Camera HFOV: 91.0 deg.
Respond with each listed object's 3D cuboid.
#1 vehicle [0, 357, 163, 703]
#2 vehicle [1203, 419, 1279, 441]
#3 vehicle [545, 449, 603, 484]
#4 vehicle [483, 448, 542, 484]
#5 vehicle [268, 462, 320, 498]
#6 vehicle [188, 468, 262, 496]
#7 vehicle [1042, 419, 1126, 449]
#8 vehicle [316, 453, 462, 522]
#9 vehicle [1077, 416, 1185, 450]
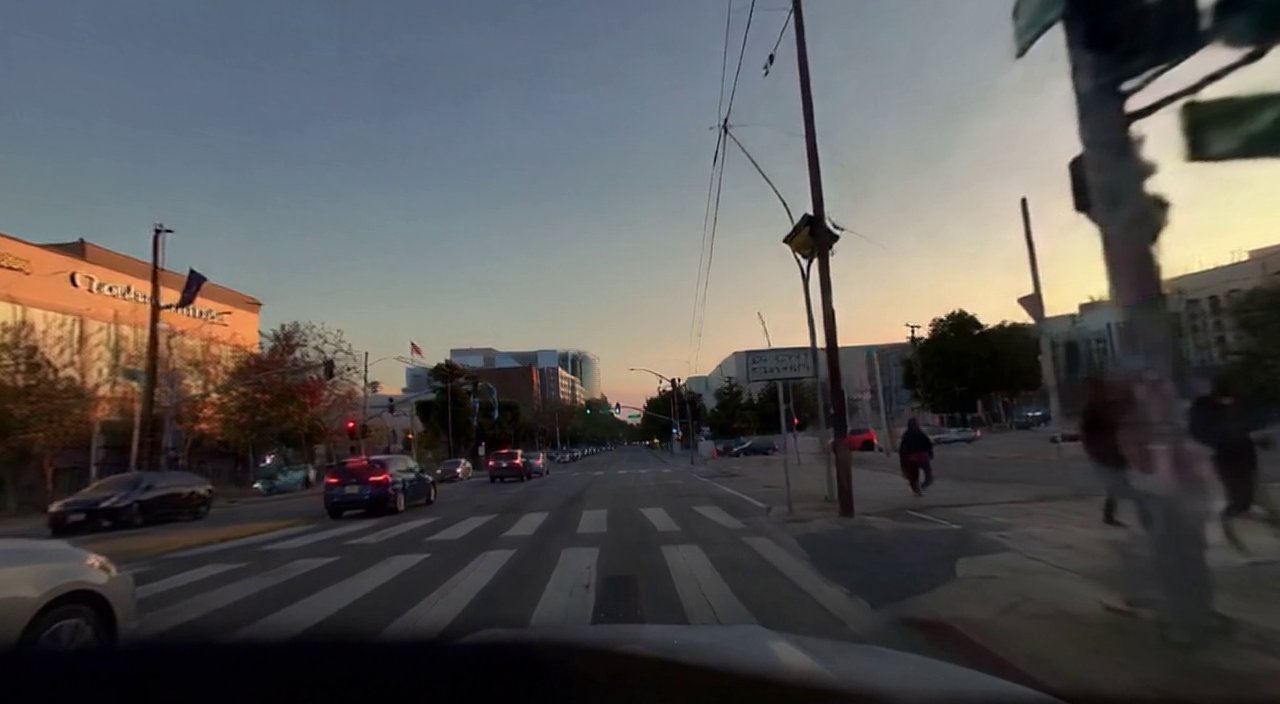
[{"bbox_3d":[-3.278,0.638,0.615,2.042,1.673,4.516,-1,-8,0],"label":"vehicle"},{"bbox_3d":[46.289,6.051,48.377,1.731,1.495,4.286,-1,-8,-5],"label":"vehicle"},{"bbox_3d":[-3.044,5.372,29.927,2.147,1.472,4.406,-1,-8,2],"label":"vehicle"},{"bbox_3d":[-6.314,5.667,31.629,2.012,1.664,3.917,-1,-8,2],"label":"vehicle"},{"bbox_3d":[-18.132,6.680,33.147,1.964,1.569,4.256,3,-9,-24],"label":"vehicle"},{"bbox_3d":[-26.839,8.386,40.713,3.960,1.600,1.885,-3,-9,19],"label":"vehicle"},{"bbox_3d":[24.965,4.687,35.543,1.690,1.559,3.521,2,-10,-13],"label":"vehicle"},{"bbox_3d":[-6.421,3.486,16.782,1.960,1.479,4.654,-1,-8,0],"label":"vehicle"},{"bbox_3d":[27.779,4.677,35.867,2.083,1.668,4.638,-1,-9,-5],"label":"vehicle"}]
